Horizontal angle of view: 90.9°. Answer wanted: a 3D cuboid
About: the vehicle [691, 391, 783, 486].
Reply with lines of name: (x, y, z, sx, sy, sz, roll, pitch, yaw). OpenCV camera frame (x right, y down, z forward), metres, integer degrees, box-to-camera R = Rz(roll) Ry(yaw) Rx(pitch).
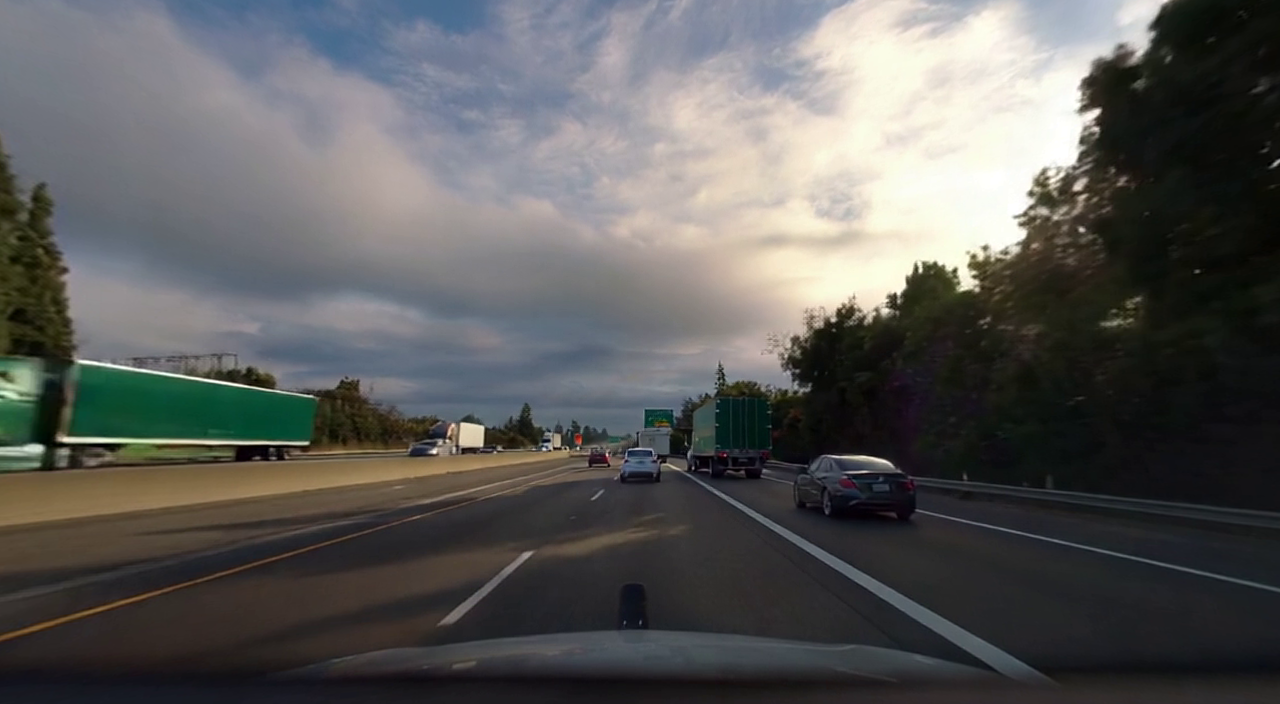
vehicle: (4.699, 4.771, 33.873, 2.877, 4.035, 13.897, 0, -9, 1)

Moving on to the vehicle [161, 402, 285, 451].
vehicle: (-19.975, 3.709, 30.546, 2.268, 2.025, 5.234, -1, -10, 2)

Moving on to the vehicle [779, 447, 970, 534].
vehicle: (4.255, 2.581, 12.360, 2.037, 1.377, 4.407, 0, -9, 0)

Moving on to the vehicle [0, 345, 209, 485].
vehicle: (-19.862, 2.347, 21.526, 2.933, 3.979, 10.057, 0, -9, 1)

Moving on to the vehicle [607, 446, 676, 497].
vehicle: (0.046, 3.987, 21.355, 2.089, 1.516, 4.191, 0, -9, 0)
